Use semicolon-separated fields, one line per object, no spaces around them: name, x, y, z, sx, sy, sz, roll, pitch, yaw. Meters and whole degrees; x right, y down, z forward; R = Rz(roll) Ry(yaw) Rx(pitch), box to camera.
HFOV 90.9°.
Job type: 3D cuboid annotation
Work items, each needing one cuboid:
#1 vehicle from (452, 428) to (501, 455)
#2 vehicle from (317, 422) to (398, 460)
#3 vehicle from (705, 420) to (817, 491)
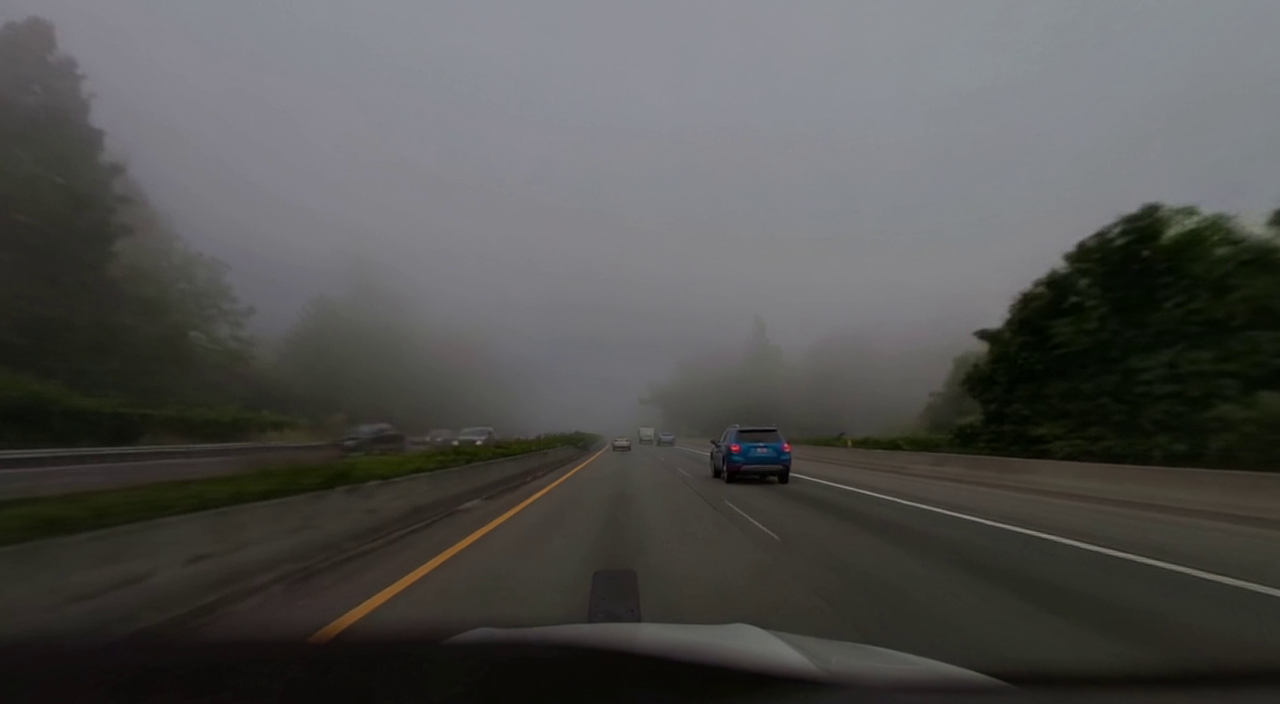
vehicle;-9.387;5.159;36.538;1.841;1.482;3.996;0;-7;-1
vehicle;-13.422;4.266;30.277;1.978;1.674;4.294;0;-8;-1
vehicle;3.108;2.751;17.271;2.085;1.681;4.436;0;-7;-2
